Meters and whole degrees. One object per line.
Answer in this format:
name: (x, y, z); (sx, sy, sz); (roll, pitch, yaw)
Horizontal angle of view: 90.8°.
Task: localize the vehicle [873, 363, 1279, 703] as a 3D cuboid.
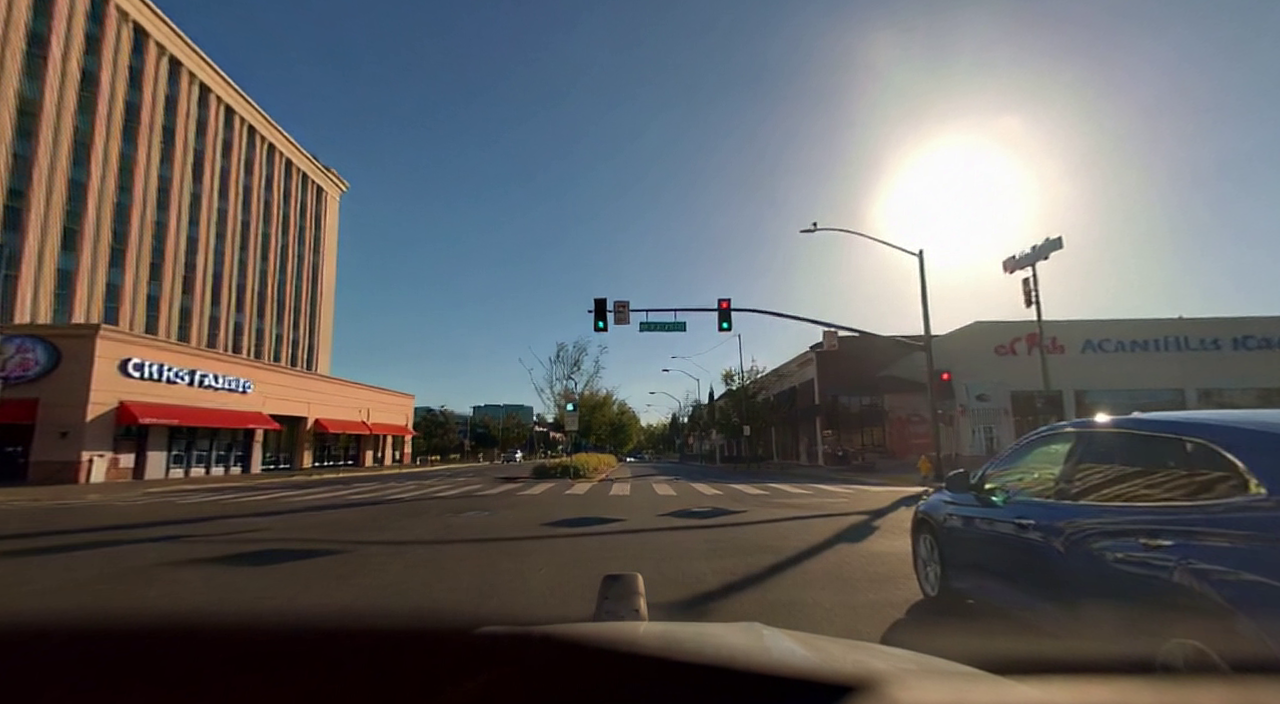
vehicle: (3.153, 1.033, 3.232); (2.015, 1.641, 4.995); (0, -9, 0)
